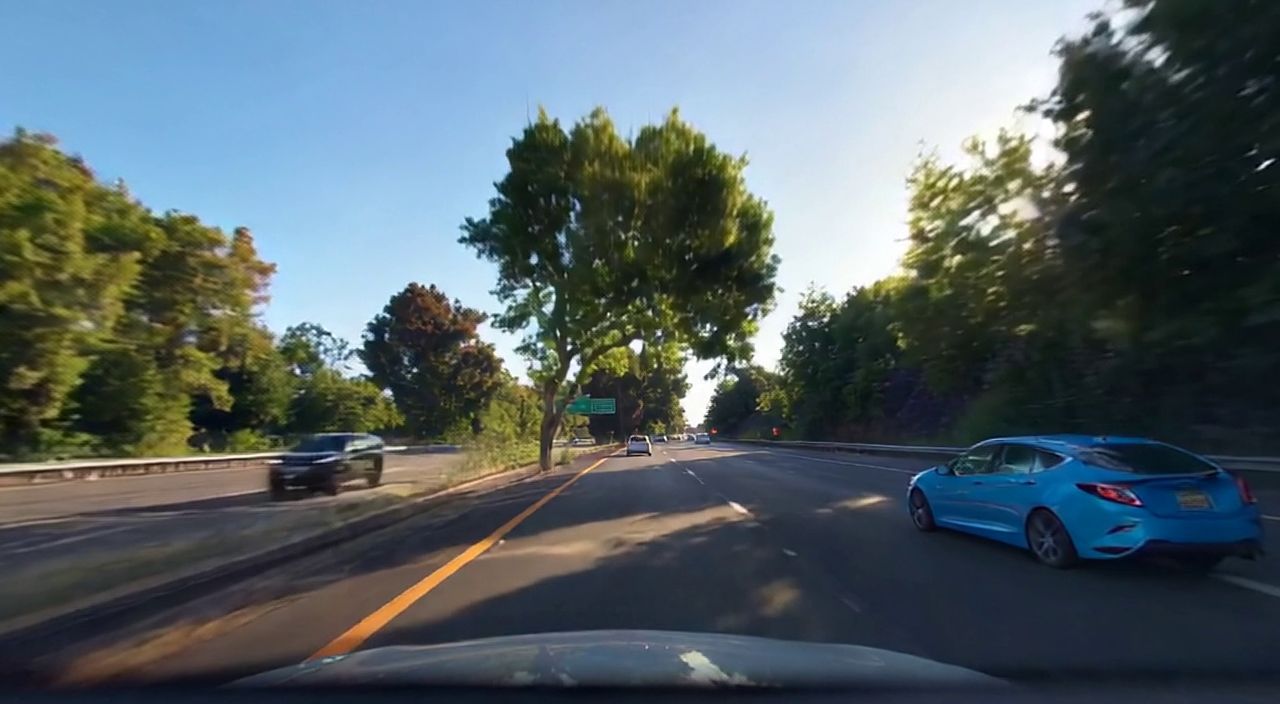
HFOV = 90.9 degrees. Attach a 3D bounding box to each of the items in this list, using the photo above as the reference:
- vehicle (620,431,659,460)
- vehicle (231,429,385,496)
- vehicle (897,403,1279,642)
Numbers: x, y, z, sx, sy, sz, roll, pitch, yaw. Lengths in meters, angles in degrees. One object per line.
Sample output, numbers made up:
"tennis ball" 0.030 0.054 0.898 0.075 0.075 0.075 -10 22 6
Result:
"vehicle" -0.027 5.199 35.110 2.046 1.526 3.903 0 -8 0
"vehicle" -9.506 3.172 18.609 2.128 1.691 4.589 0 -8 -1
"vehicle" 4.521 1.368 6.213 1.981 1.467 4.459 0 -8 -2
